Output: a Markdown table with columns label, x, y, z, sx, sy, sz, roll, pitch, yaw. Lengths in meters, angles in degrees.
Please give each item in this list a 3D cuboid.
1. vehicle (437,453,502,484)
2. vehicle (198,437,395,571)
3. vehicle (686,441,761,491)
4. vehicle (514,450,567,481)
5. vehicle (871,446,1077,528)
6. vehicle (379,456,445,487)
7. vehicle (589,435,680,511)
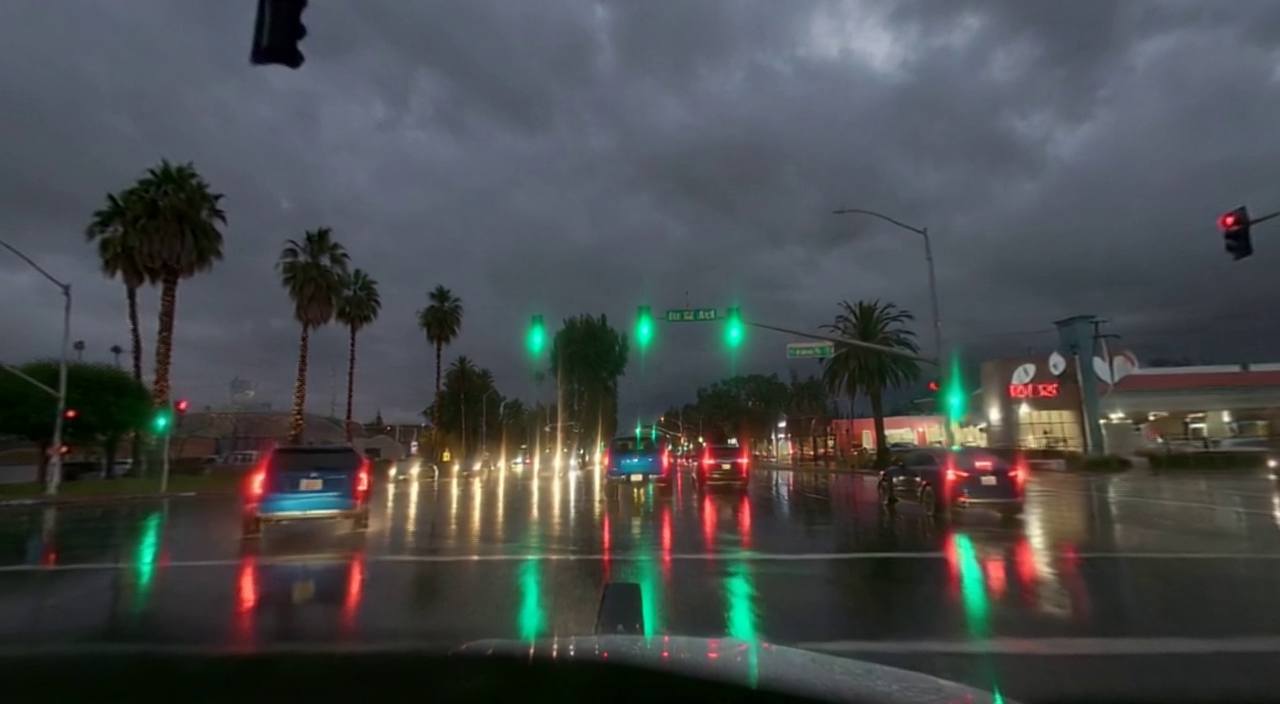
| label | x | y | z | sx | sy | sz | roll | pitch | yaw |
| --- | --- | --- | --- | --- | --- | --- | --- | --- | --- |
| vehicle | -8.572 | 5.877 | 32.141 | 2.061 | 1.415 | 4.289 | 0 | -8 | 1 |
| vehicle | -5.455 | 2.262 | 10.391 | 2.201 | 1.644 | 4.465 | 4 | -9 | -26 |
| vehicle | 3.043 | 4.240 | 23.866 | 2.112 | 1.710 | 4.234 | 0 | -8 | -2 |
| vehicle | -5.179 | 5.971 | 33.506 | 2.030 | 1.441 | 4.324 | 0 | -8 | 1 |
| vehicle | 6.776 | 2.734 | 13.489 | 1.944 | 1.447 | 4.309 | 0 | -8 | -1 |
| vehicle | -11.880 | 6.205 | 33.146 | 1.850 | 1.414 | 4.184 | 0 | -8 | 1 |
| vehicle | -0.207 | 3.191 | 17.220 | 2.151 | 1.787 | 4.109 | 0 | -8 | -2 |
